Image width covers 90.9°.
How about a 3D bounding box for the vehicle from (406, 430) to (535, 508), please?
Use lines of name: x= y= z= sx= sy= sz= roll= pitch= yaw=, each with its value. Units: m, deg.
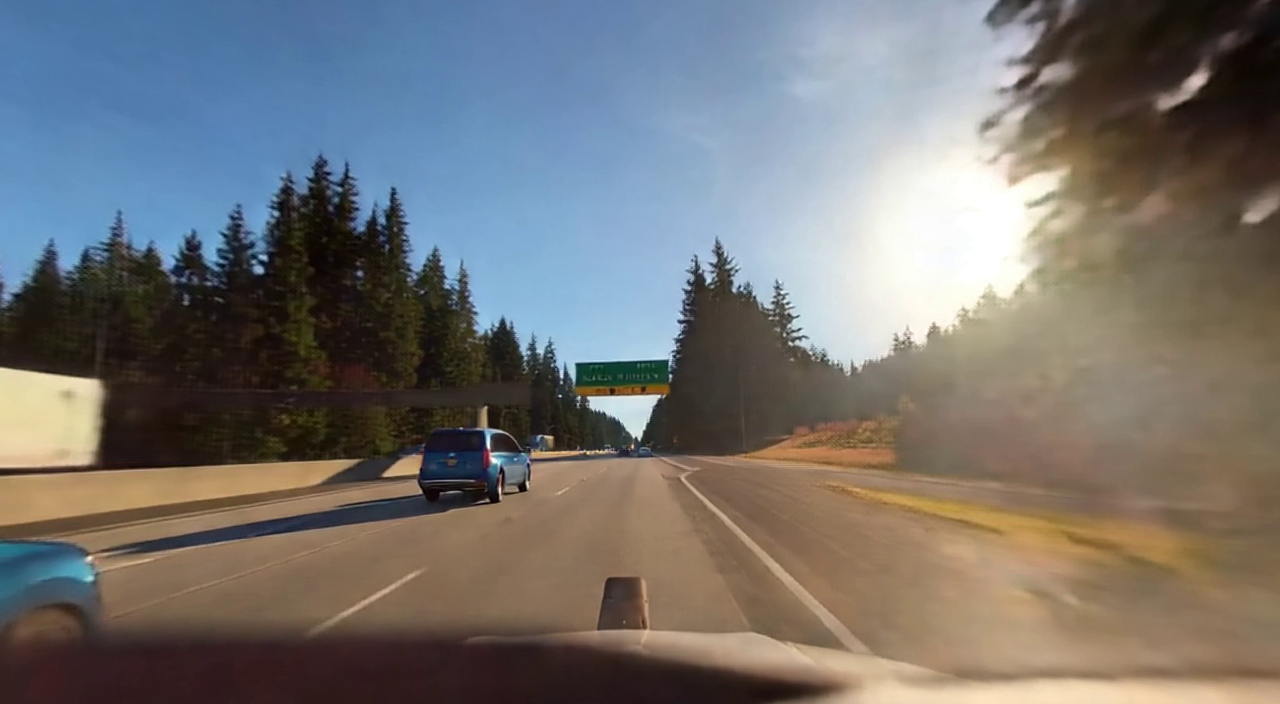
vehicle: x=-4.236 y=2.995 z=16.637 sx=2.084 sy=1.752 sz=4.479 roll=0 pitch=-8 yaw=1
